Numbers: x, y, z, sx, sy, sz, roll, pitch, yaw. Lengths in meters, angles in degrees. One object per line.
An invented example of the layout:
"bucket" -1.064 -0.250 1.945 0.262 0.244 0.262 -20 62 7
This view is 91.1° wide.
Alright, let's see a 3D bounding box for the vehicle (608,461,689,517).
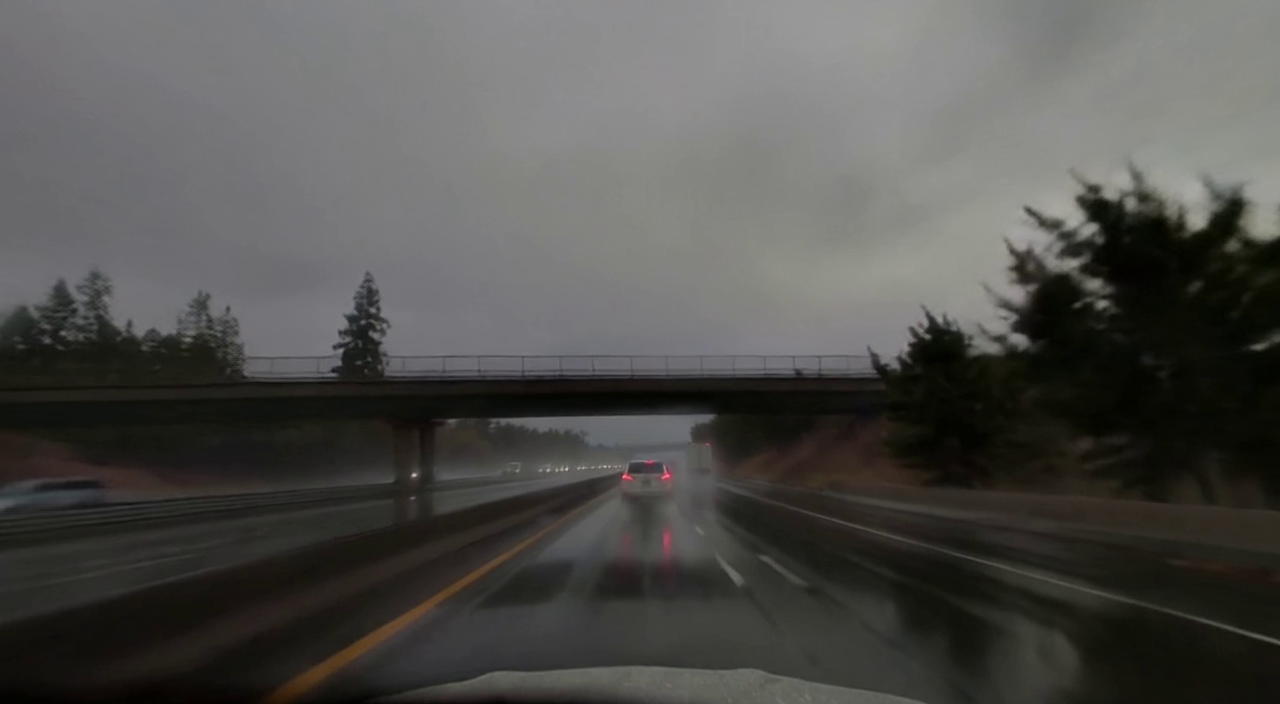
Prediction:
"vehicle" 0.224 4.022 18.695 2.156 1.444 3.762 1 -11 0
